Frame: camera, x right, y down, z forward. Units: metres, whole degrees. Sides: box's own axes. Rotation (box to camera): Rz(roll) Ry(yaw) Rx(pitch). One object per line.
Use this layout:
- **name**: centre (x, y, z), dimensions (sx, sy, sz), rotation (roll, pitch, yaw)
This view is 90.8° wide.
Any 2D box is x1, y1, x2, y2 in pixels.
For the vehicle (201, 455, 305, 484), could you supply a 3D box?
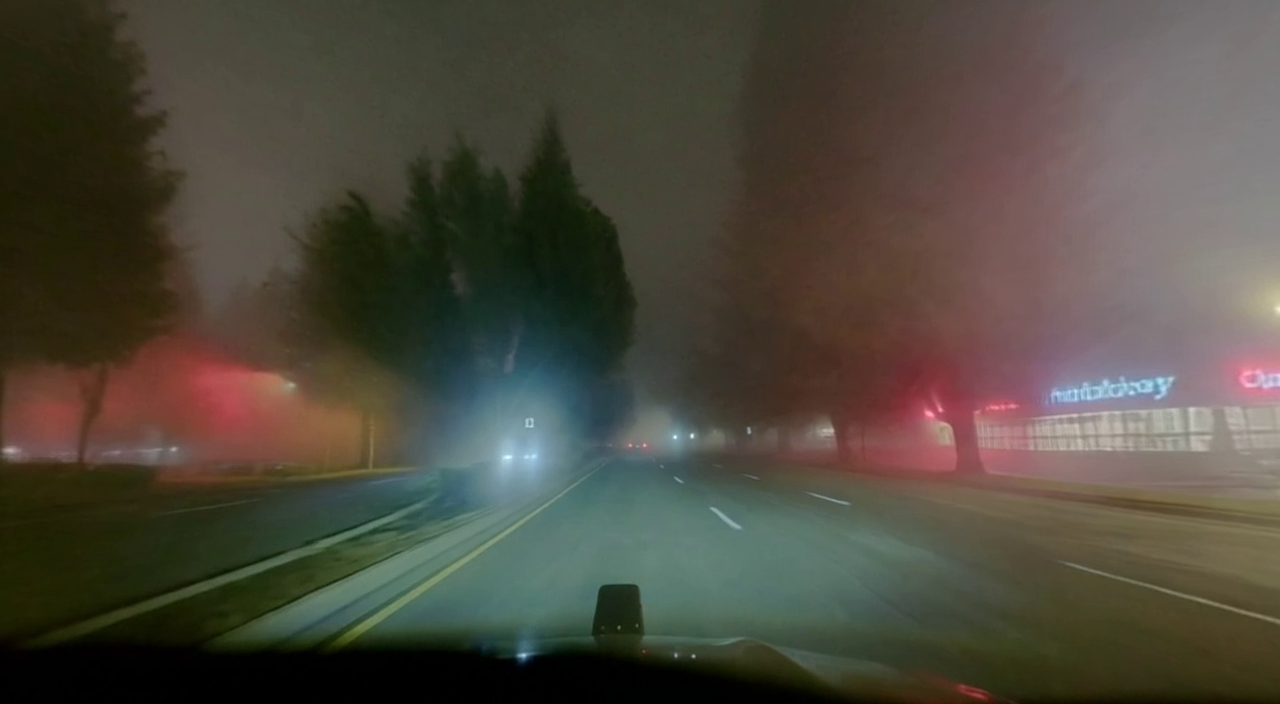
- **vehicle**: centre (-21.324, 6.446, 34.863), dimensions (4.665, 1.486, 1.918), rotation (-2, -9, 9)
